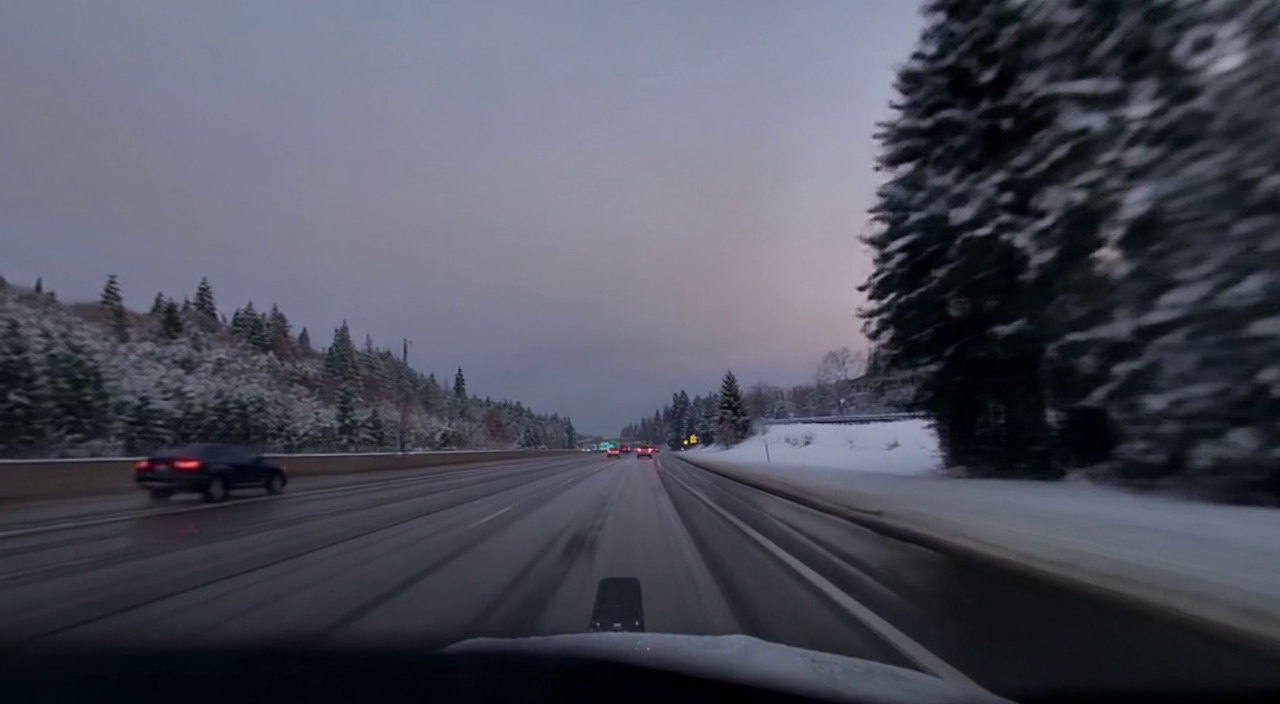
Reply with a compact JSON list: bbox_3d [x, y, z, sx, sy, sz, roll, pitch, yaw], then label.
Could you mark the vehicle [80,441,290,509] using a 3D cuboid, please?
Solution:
[{"bbox_3d":[-11.115,2.997,15.948,1.914,1.440,4.467,0,-8,1],"label":"vehicle"}]
